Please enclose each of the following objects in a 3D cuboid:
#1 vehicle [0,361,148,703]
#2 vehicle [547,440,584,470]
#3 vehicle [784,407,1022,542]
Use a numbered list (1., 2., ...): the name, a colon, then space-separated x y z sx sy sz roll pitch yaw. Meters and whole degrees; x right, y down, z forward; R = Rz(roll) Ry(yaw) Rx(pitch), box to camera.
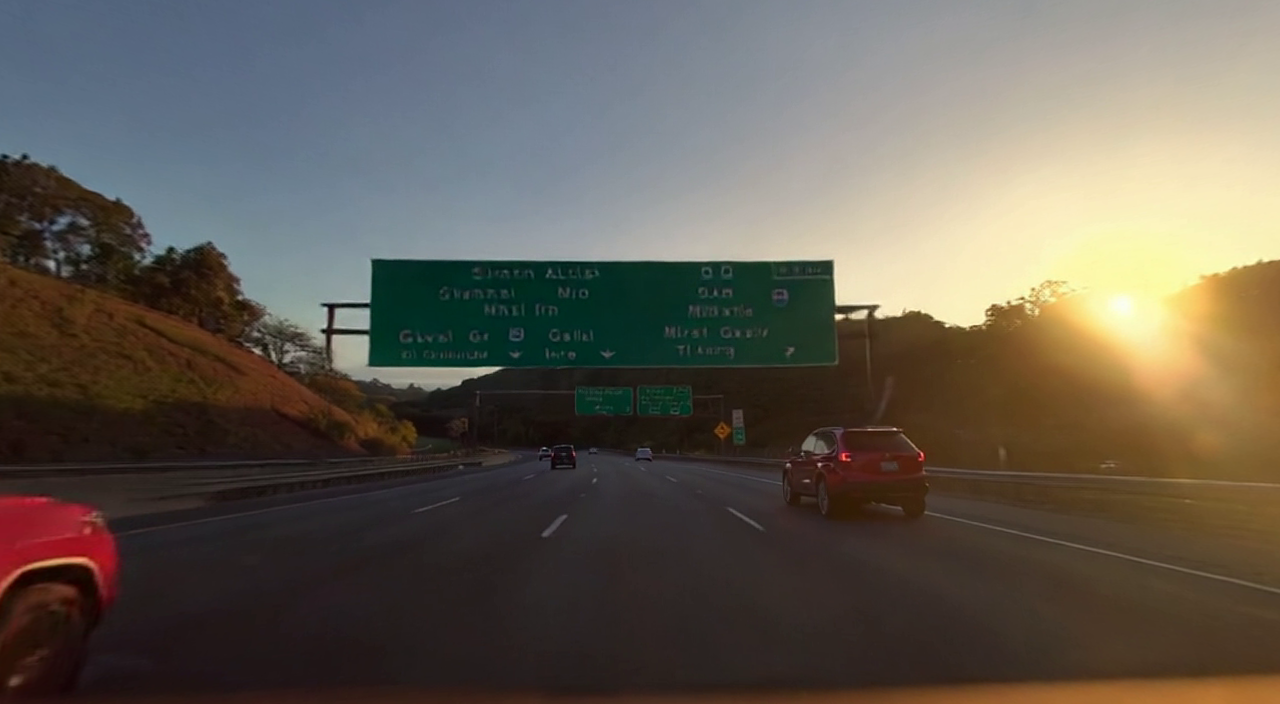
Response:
1. vehicle: -3.998 0.702 1.310 2.213 1.766 4.598 0 -9 0
2. vehicle: -5.724 8.001 49.173 2.537 2.121 5.251 0 -9 -4
3. vehicle: 4.318 2.121 11.495 2.103 1.903 4.837 0 -9 -2
